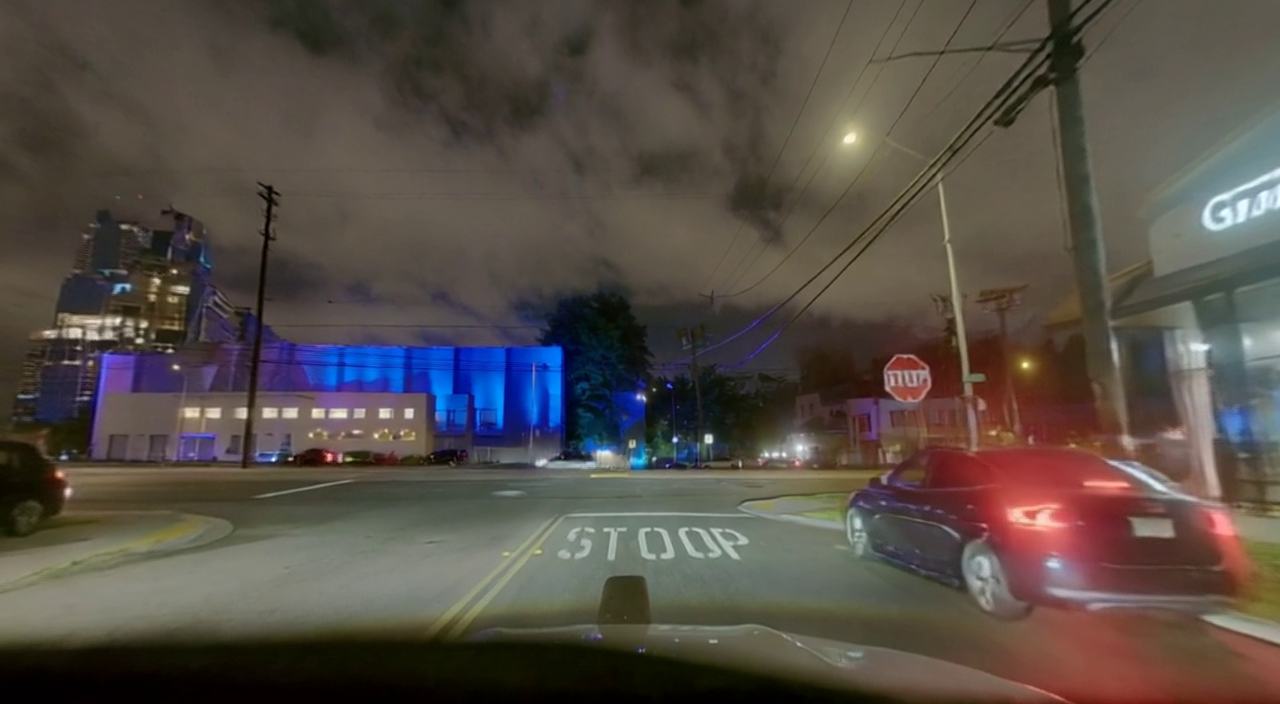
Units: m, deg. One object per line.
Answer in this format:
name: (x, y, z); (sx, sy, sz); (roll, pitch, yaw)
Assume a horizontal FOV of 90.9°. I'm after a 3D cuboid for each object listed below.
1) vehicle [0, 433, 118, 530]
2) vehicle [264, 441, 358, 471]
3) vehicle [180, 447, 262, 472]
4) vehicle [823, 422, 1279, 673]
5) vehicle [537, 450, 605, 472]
vehicle: (-12.248, 2.164, 10.943); (4.351, 1.496, 2.029); (2, -8, -7)
vehicle: (-20.542, 6.514, 39.494); (4.689, 1.803, 1.958); (0, -8, -2)
vehicle: (-30.325, 7.784, 45.725); (4.440, 1.671, 2.036); (0, -9, -2)
vehicle: (3.623, 1.537, 6.281); (2.041, 1.495, 4.815); (0, -8, -1)
vehicle: (-5.042, 8.049, 46.717); (4.869, 1.517, 1.819); (0, -9, -3)
